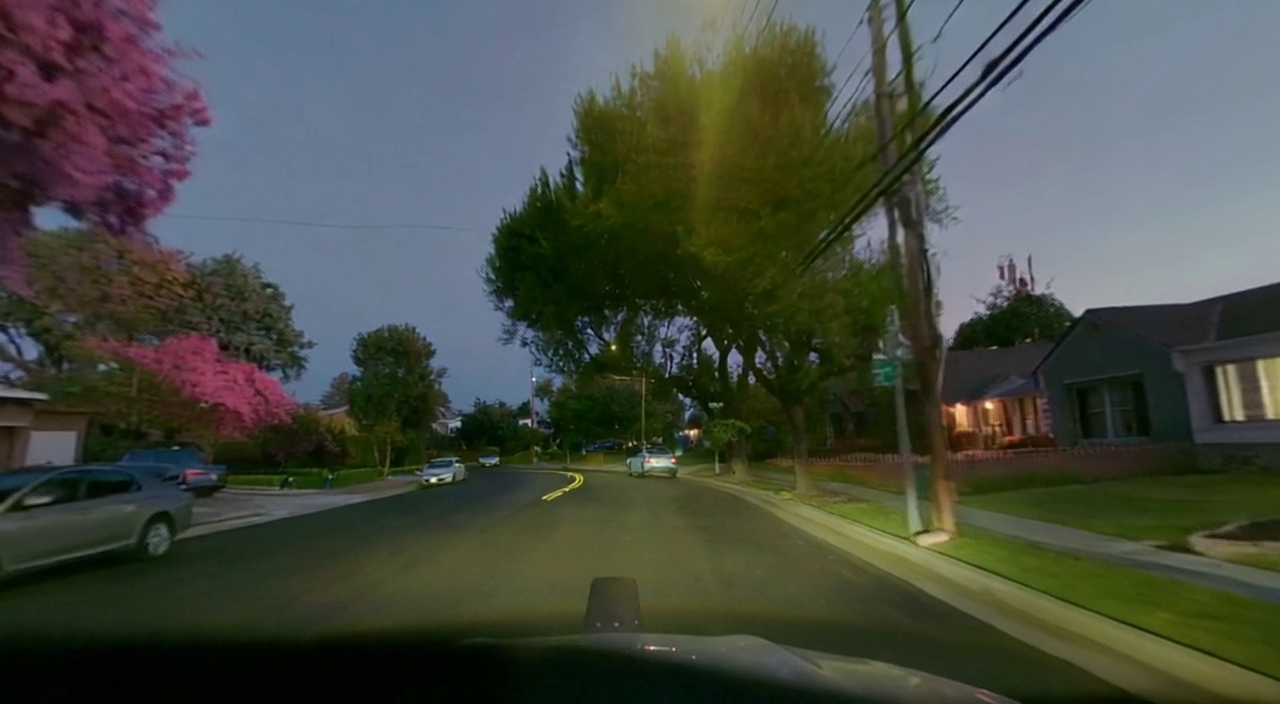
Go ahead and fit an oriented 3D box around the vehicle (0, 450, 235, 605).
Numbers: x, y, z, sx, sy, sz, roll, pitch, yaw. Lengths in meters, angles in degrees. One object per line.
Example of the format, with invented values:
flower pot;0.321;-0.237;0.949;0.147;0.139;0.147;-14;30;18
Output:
vehicle;-7.202;1.928;7.490;1.896;1.484;4.298;0;-9;1
